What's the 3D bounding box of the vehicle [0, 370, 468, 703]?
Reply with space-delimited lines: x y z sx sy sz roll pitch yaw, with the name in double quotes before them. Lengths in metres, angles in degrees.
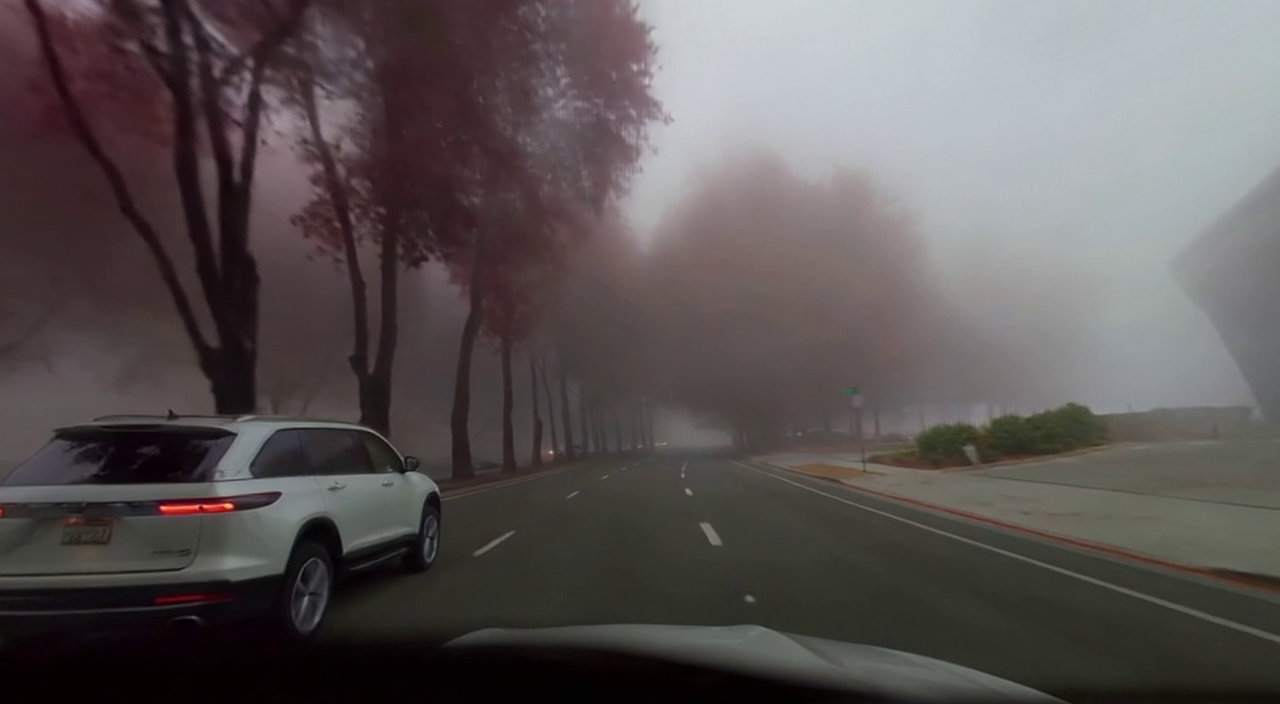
"vehicle" -3.120 1.259 5.113 2.067 1.700 4.561 0 -8 1
